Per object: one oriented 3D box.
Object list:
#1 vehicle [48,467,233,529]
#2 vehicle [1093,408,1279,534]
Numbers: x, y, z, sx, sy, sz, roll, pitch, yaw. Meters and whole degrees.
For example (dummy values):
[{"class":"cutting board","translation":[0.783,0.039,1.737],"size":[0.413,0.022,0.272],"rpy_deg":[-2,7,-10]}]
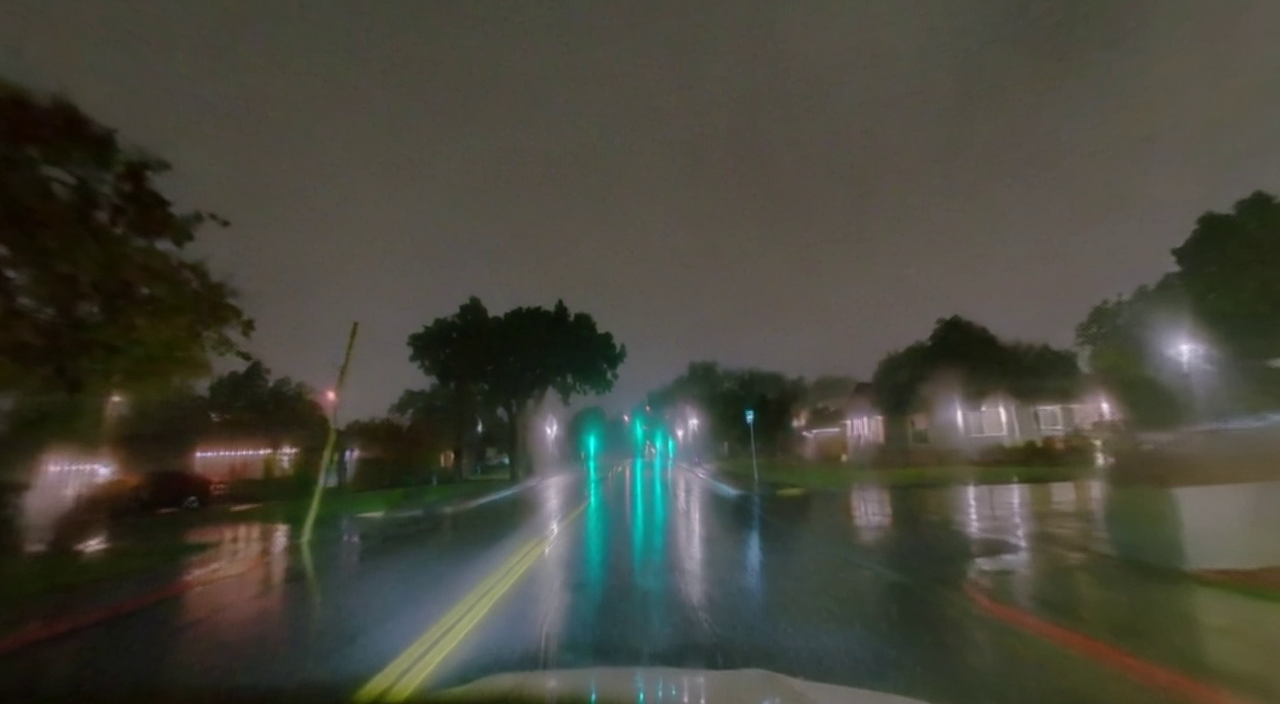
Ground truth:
[{"class":"vehicle","translation":[-15.053,4.375,19.422],"size":[1.830,1.495,4.641],"rpy_deg":[0,-8,1]},{"class":"vehicle","translation":[8.553,1.536,8.389],"size":[1.806,1.496,4.164],"rpy_deg":[0,-8,-2]}]
